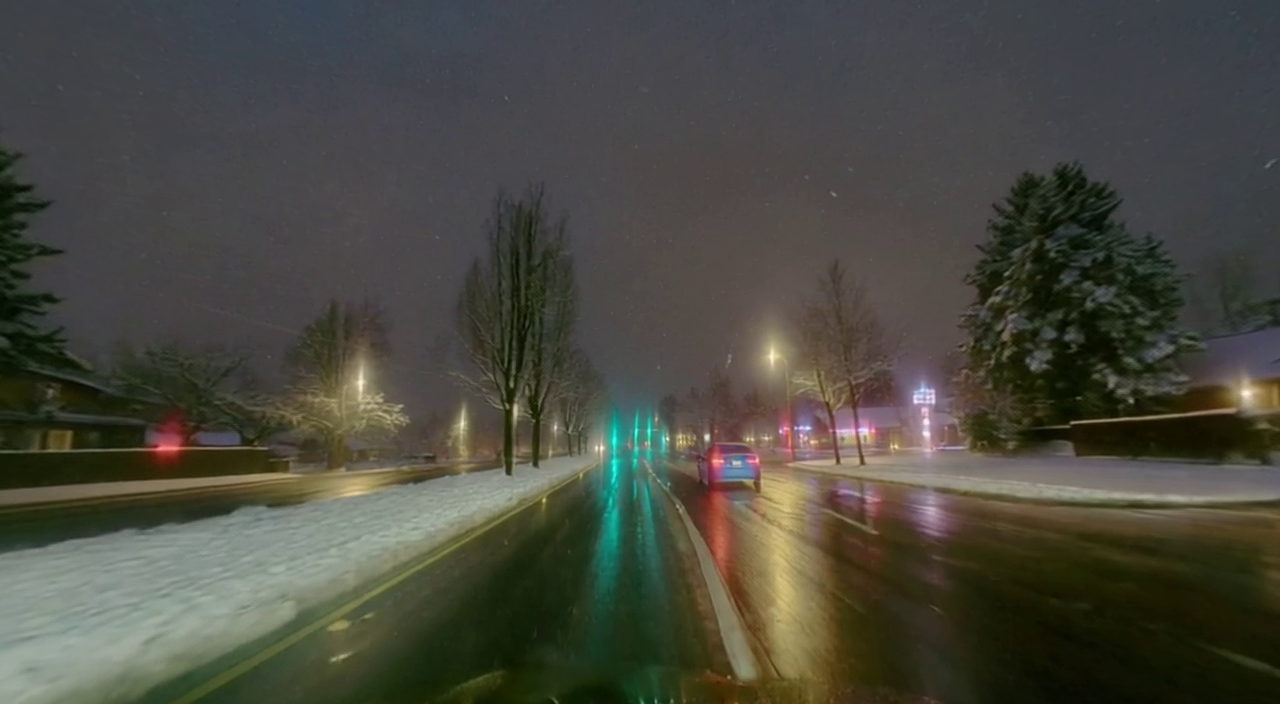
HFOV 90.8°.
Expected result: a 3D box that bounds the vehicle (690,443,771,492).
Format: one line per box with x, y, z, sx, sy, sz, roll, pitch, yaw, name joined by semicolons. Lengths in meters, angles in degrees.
2.834;3.720;20.784;1.929;1.411;4.284;0;-8;-2;vehicle
